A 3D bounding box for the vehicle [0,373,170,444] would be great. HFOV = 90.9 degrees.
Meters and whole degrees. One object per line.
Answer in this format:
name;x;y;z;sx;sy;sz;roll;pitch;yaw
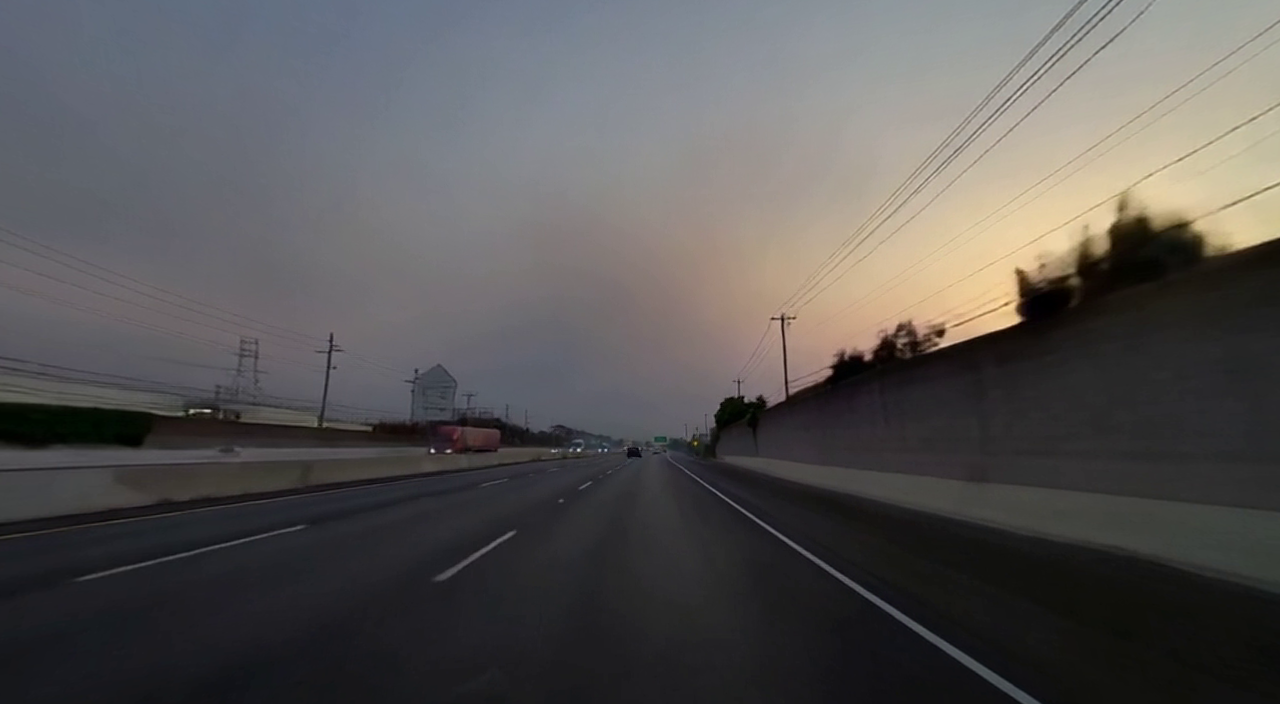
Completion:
vehicle;-42.086;4.443;46.079;2.772;3.914;15.512;-4;-10;3
